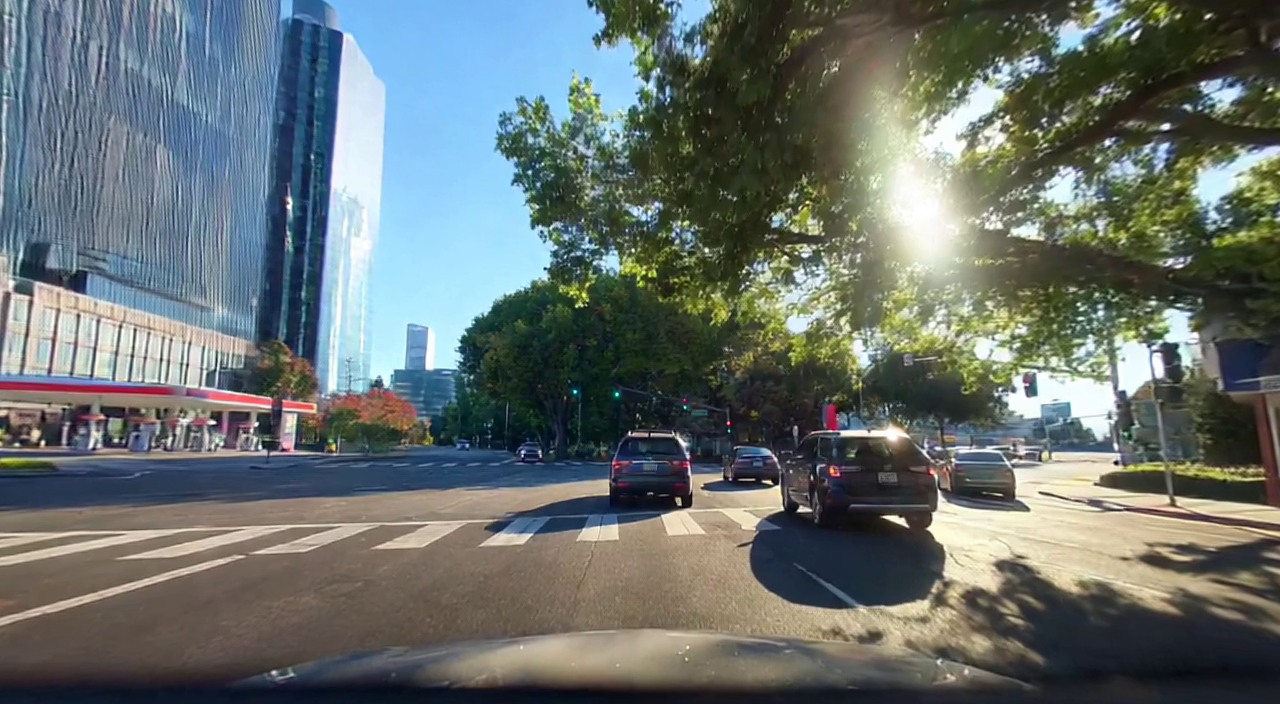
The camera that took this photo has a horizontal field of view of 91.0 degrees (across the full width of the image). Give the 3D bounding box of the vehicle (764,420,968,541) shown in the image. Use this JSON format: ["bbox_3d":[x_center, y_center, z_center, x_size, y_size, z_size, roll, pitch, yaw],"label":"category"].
[{"bbox_3d":[3.710,2.185,11.320,2.000,1.745,4.206,0,-8,-1],"label":"vehicle"}]

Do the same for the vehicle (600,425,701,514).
[{"bbox_3d":[0.200,2.705,14.988,2.051,1.798,4.168,0,-8,0],"label":"vehicle"}]

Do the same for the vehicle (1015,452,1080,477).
[{"bbox_3d":[27.448,7.531,42.297,4.636,1.542,2.096,6,-11,-37],"label":"vehicle"}]

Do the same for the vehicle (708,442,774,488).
[{"bbox_3d":[3.756,4.249,24.033,1.800,1.592,3.658,0,-8,-2],"label":"vehicle"}]

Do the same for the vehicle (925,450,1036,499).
[{"bbox_3d":[11.859,4.261,22.319,2.057,1.473,4.462,-1,-9,10],"label":"vehicle"}]
